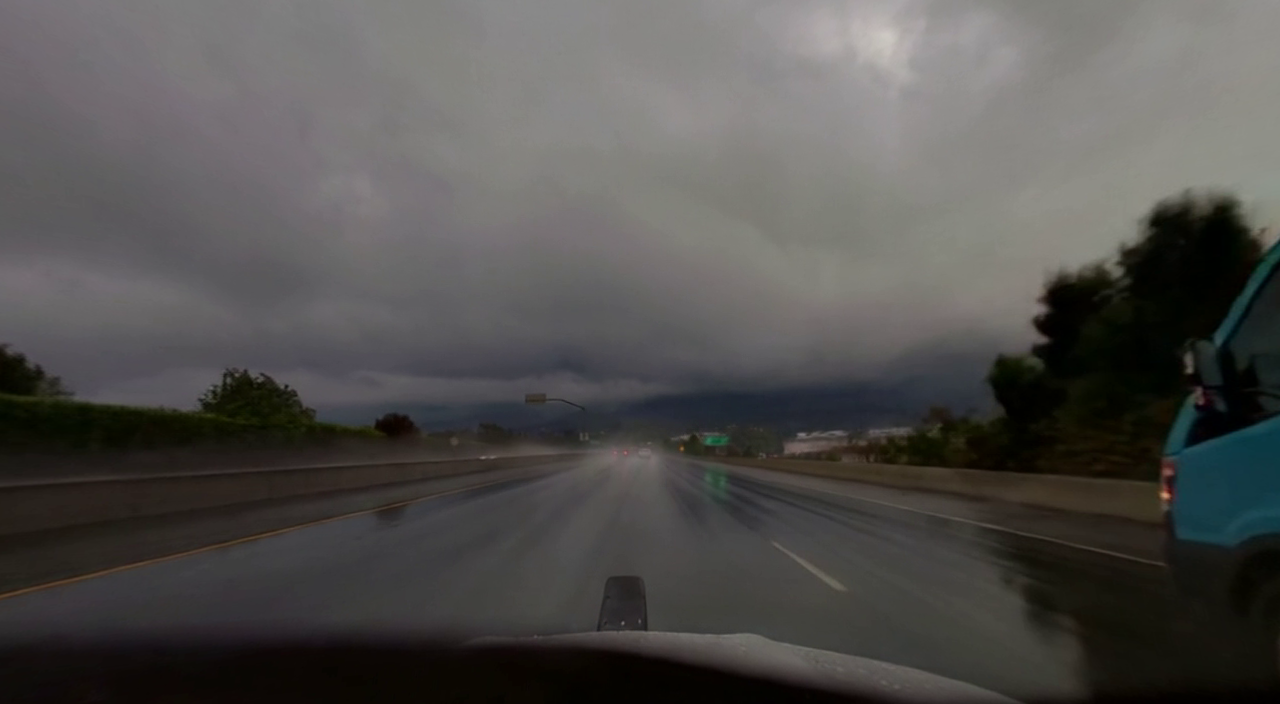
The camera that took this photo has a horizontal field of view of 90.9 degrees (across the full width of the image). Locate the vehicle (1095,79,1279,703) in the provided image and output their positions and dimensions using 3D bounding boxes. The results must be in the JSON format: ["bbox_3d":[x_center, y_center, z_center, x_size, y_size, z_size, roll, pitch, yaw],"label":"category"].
[{"bbox_3d":[3.994,-0.144,0.152,2.527,2.809,6.831,0,-9,0],"label":"vehicle"}]
